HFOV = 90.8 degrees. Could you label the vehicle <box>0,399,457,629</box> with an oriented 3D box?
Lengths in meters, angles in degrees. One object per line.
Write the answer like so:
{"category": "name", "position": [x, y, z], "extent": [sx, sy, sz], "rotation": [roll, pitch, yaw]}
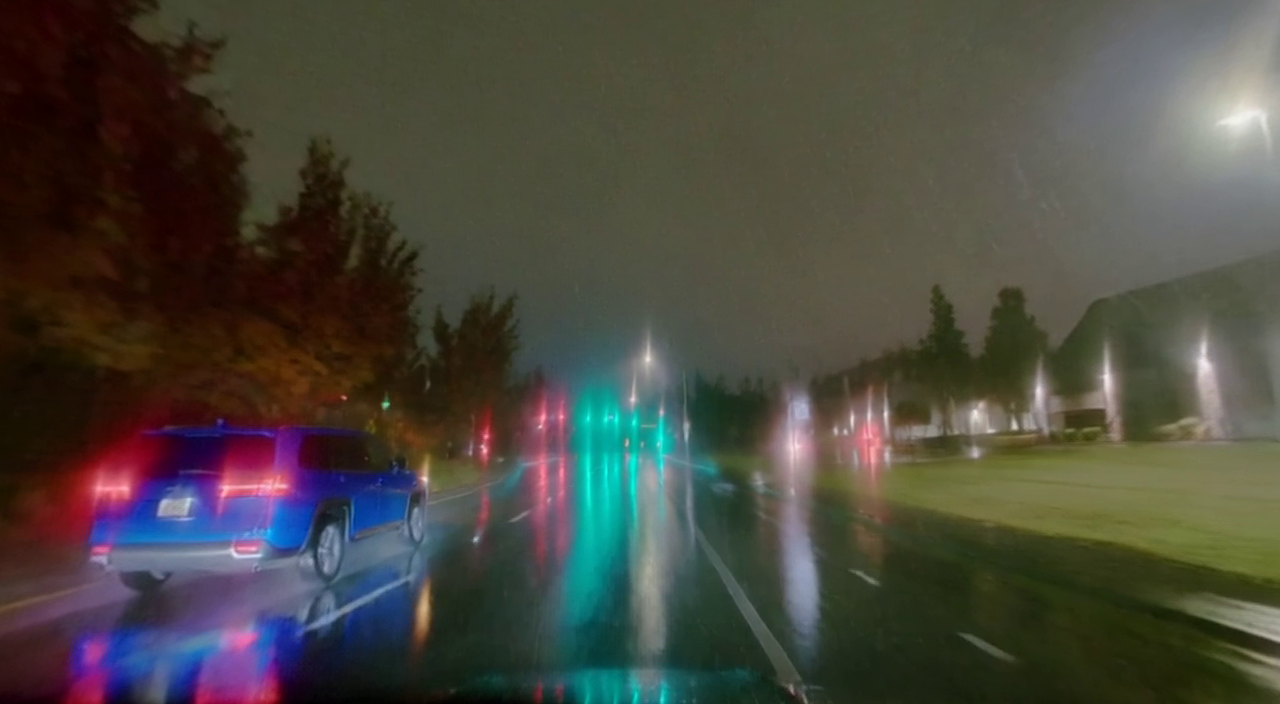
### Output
{"category": "vehicle", "position": [-3.770, 1.562, 7.052], "extent": [2.121, 1.724, 4.392], "rotation": [0, -9, 0]}
